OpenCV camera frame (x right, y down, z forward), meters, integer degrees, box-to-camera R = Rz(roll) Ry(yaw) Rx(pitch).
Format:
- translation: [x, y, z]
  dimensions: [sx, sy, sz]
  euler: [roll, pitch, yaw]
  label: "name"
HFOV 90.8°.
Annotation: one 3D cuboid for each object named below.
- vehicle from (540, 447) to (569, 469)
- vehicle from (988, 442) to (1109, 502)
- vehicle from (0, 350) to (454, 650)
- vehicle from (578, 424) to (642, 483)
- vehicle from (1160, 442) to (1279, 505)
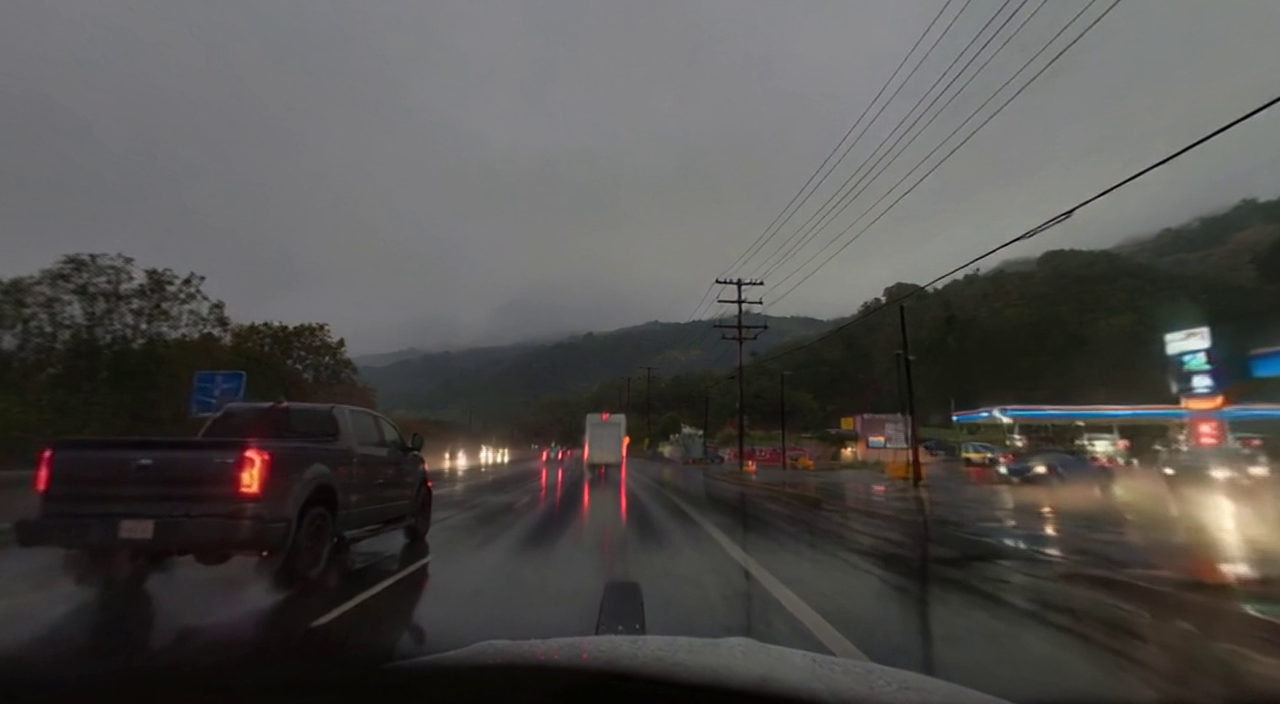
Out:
- translation: [-6.287, 7.816, 46.787]
  dimensions: [1.972, 1.496, 4.150]
  euler: [1, -9, -5]
  label: "vehicle"
- translation: [14.906, 4.237, 22.920]
  dimensions: [5.331, 1.917, 2.166]
  euler: [7, -11, -41]
  label: "vehicle"
- translation: [-4.113, 1.397, 7.151]
  dimensions: [2.345, 2.012, 5.693]
  euler: [0, -8, -1]
  label: "vehicle"
- translation: [-1.348, 4.371, 27.497]
  dimensions: [2.486, 2.280, 5.291]
  euler: [0, -9, -4]
  label: "vehicle"
- translation: [19.619, 3.942, 21.106]
  dimensions: [5.424, 1.844, 2.255]
  euler: [7, -11, -39]
  label: "vehicle"
